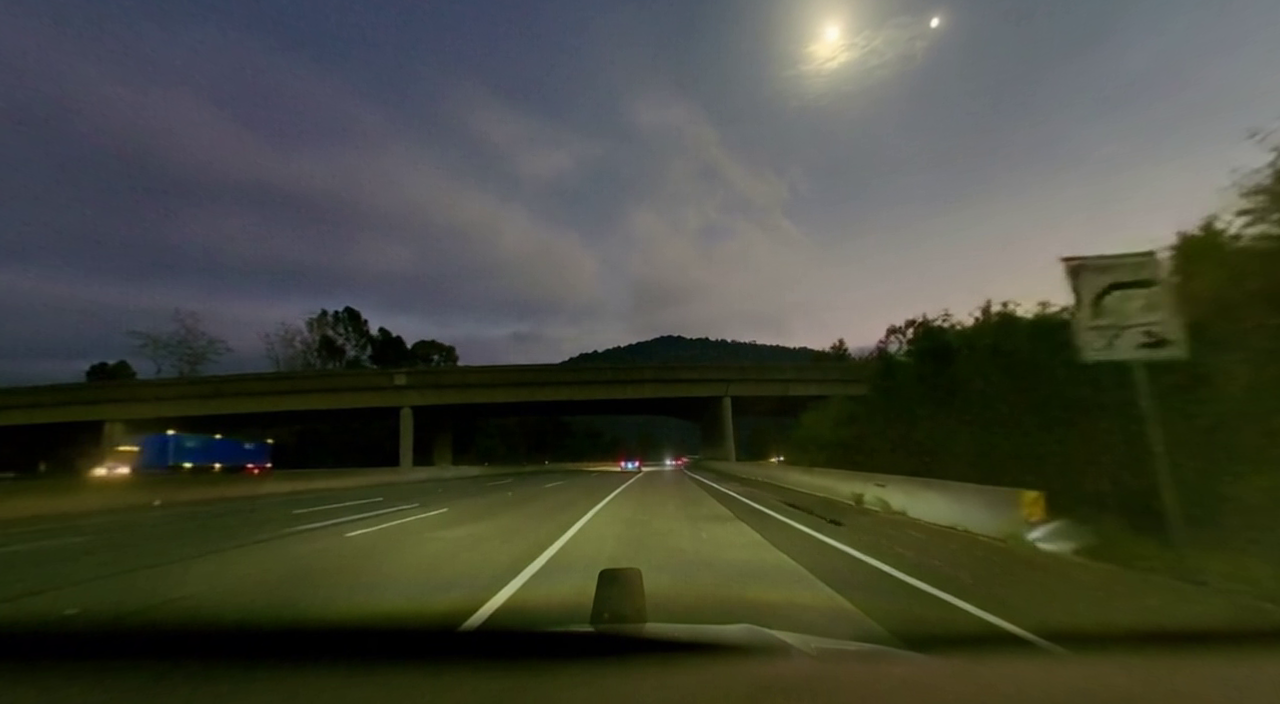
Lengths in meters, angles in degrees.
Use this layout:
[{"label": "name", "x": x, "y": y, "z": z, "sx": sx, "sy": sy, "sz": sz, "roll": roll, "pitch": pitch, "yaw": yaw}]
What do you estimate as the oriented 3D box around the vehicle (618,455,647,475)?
[{"label": "vehicle", "x": -0.547, "y": 8.756, "z": 48.923, "sx": 1.940, "sy": 1.444, "sz": 4.024, "roll": -1, "pitch": -9, "yaw": 3}]
